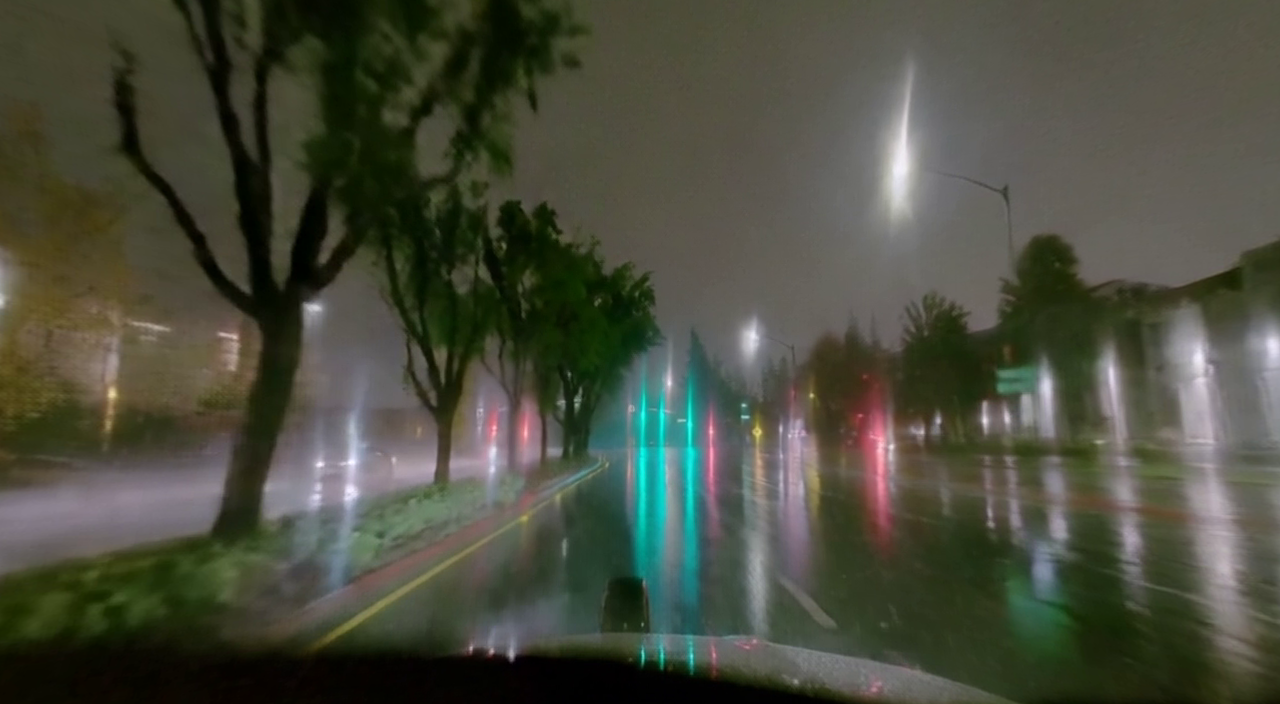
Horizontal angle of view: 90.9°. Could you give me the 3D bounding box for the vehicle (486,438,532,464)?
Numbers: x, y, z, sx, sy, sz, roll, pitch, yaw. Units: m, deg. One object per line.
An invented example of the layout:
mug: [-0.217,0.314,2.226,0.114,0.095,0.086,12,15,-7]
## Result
vehicle: [-8.081,6.166,39.250,1.936,1.525,4.214,0,-8,1]

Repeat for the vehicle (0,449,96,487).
vehicle: [-25.390,4.679,25.632,4.663,1.464,1.906,0,-8,-2]

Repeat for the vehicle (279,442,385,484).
vehicle: [-11.617,4.193,24.160,1.816,1.457,4.386,0,-8,1]

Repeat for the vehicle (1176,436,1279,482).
vehicle: [21.354,3.650,21.682,4.176,1.490,1.871,0,-8,-3]
